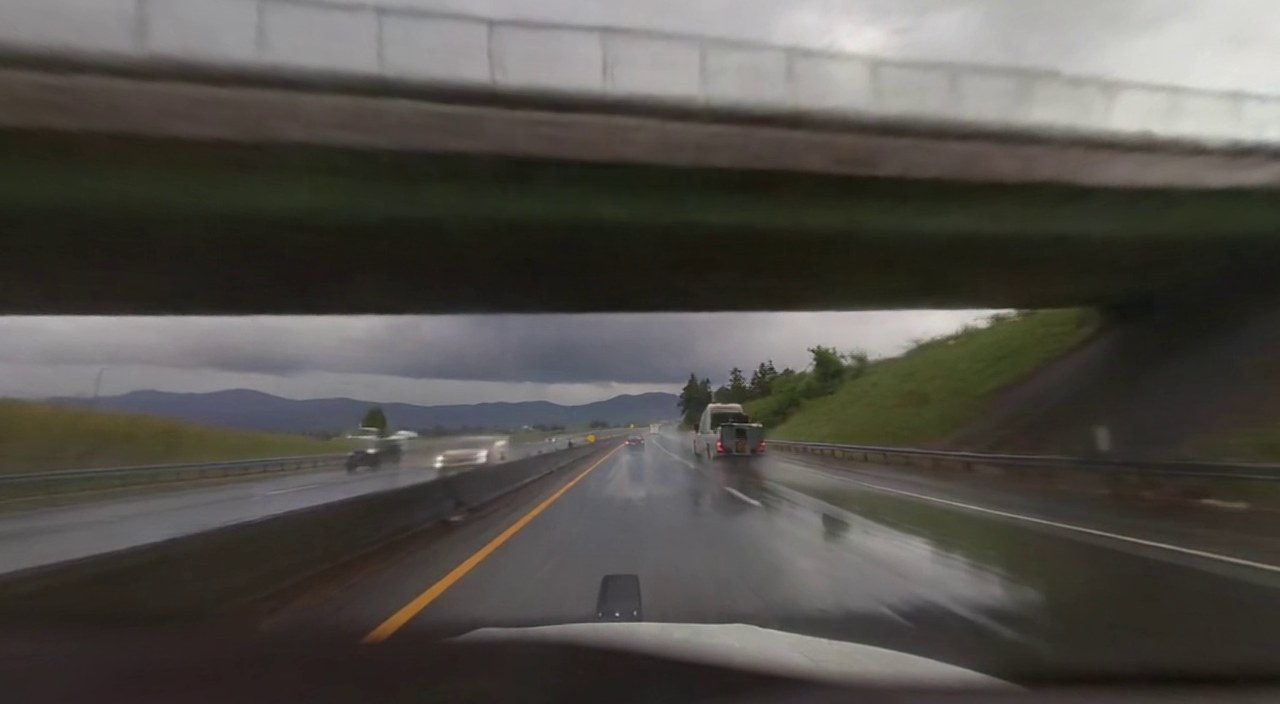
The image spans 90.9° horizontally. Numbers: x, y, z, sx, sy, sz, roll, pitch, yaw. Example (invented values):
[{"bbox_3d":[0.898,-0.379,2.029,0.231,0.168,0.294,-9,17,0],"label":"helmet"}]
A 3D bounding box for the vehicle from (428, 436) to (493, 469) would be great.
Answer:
[{"bbox_3d":[-8.773,4.902,31.109,1.952,1.521,4.163,0,-8,0],"label":"vehicle"}]

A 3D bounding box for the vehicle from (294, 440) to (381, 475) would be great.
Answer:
[{"bbox_3d":[-13.183,4.595,27.748,1.816,1.362,4.068,0,-8,1],"label":"vehicle"}]

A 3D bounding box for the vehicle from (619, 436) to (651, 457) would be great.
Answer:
[{"bbox_3d":[-0.311,6.163,41.243,1.996,1.325,4.029,0,-8,0],"label":"vehicle"}]

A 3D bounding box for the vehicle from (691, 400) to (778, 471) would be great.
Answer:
[{"bbox_3d":[3.923,3.665,27.783,2.715,2.746,6.550,0,-8,-1],"label":"vehicle"}]
